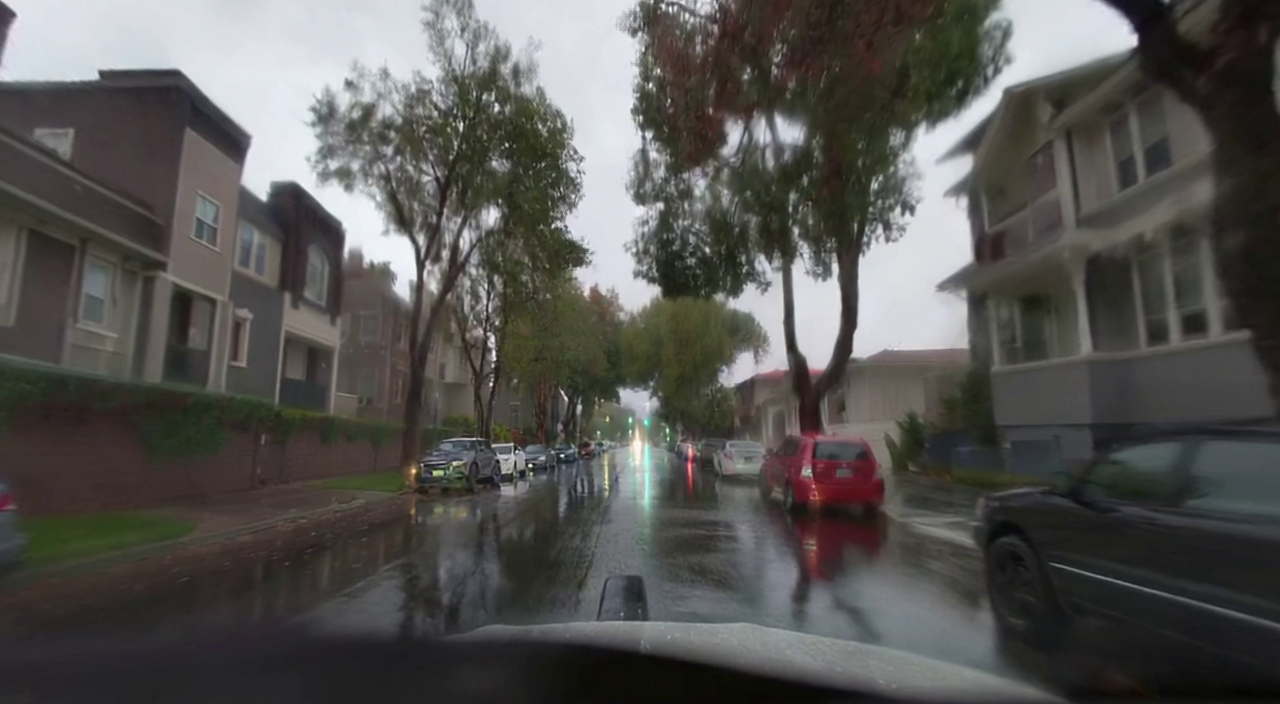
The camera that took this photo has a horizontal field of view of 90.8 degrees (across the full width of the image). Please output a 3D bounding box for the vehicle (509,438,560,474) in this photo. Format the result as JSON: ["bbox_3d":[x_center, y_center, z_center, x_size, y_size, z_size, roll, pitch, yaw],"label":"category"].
[{"bbox_3d":[-5.571,5.484,33.804,1.901,1.475,4.425,-4,-6,0],"label":"vehicle"}]

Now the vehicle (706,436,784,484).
[{"bbox_3d":[3.564,3.769,22.340,1.881,1.482,4.531,0,-8,-2],"label":"vehicle"}]

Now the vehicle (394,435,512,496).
[{"bbox_3d":[-5.760,3.556,20.186,2.169,1.574,5.016,-3,-9,1],"label":"vehicle"}]

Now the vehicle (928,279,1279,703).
[{"bbox_3d":[3.410,0.751,2.568,2.140,1.937,4.915,0,-8,0],"label":"vehicle"}]

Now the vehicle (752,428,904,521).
[{"bbox_3d":[3.636,2.439,13.112,1.909,1.595,4.136,0,-8,1],"label":"vehicle"}]

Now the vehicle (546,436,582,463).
[{"bbox_3d":[-5.546,7.217,46.700,2.106,1.760,4.573,-4,-9,-1],"label":"vehicle"}]
